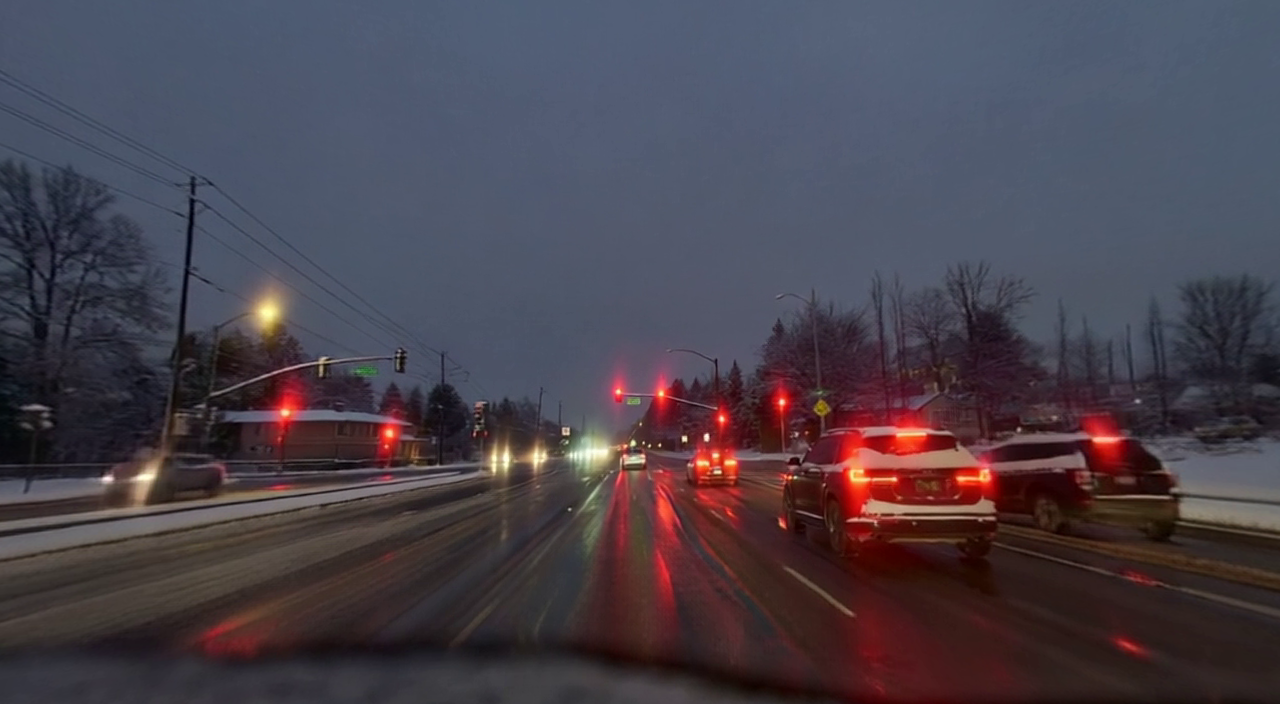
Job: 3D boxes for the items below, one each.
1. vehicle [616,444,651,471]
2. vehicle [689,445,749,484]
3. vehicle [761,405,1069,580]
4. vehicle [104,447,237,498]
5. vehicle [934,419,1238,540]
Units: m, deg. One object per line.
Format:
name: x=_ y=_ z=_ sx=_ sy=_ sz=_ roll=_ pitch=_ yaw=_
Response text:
vehicle: x=-0.467 y=6.844 z=41.070 sx=2.146 sy=1.685 sz=4.003 roll=0 pitch=-9 yaw=-1
vehicle: x=3.141 y=4.554 z=25.738 sx=1.889 sy=1.451 sz=4.180 roll=0 pitch=-9 yaw=0
vehicle: x=3.243 y=1.771 z=8.763 sx=2.129 sy=1.761 sz=4.610 roll=0 pitch=-9 yaw=-1
vehicle: x=-18.844 y=4.817 z=25.587 sx=2.071 sy=1.746 sz=4.444 roll=-3 pitch=-9 yaw=-1
vehicle: x=7.635 y=2.223 z=11.591 sx=2.172 sy=1.745 sz=4.608 roll=0 pitch=-9 yaw=0
